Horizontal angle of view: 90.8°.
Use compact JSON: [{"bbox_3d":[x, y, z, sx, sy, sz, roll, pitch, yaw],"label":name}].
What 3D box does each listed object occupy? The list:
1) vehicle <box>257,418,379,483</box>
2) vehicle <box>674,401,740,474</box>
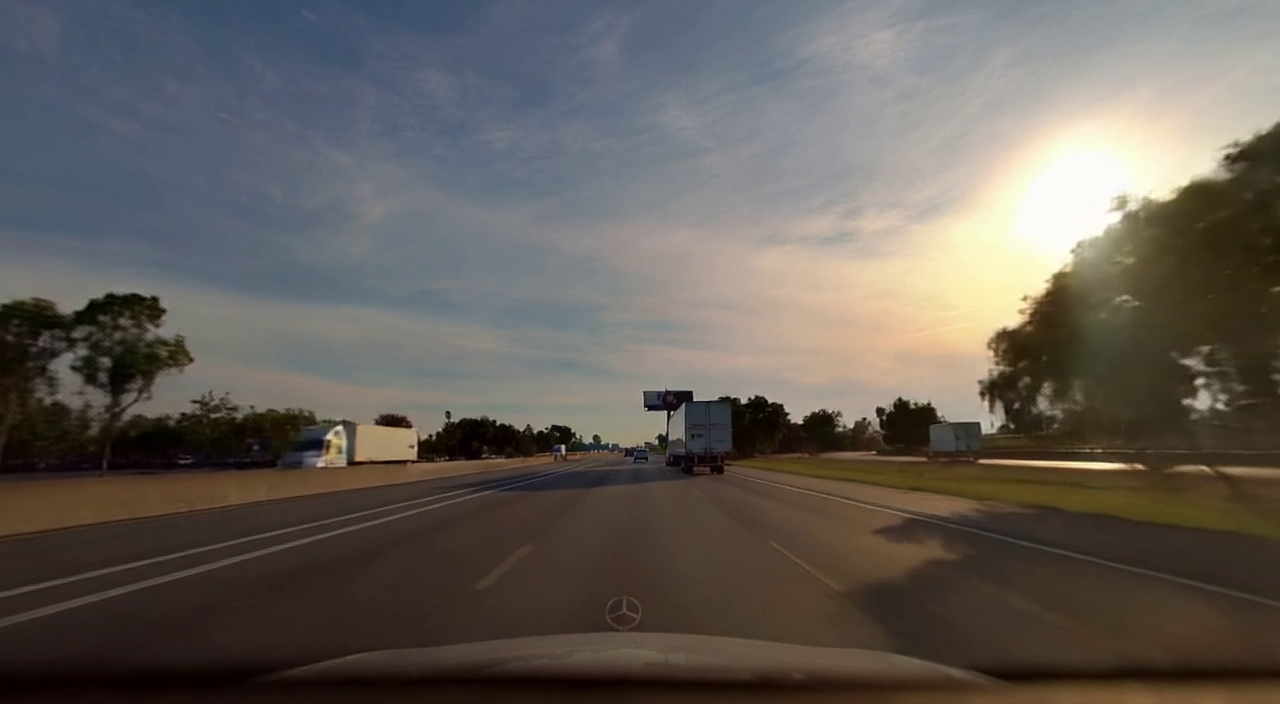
[{"bbox_3d":[-20.390,6.337,40.649,3.723,3.739,7.536,0,-9,0],"label":"vehicle"},{"bbox_3d":[4.281,5.974,43.460,3.058,4.312,12.251,0,-9,0],"label":"vehicle"}]
